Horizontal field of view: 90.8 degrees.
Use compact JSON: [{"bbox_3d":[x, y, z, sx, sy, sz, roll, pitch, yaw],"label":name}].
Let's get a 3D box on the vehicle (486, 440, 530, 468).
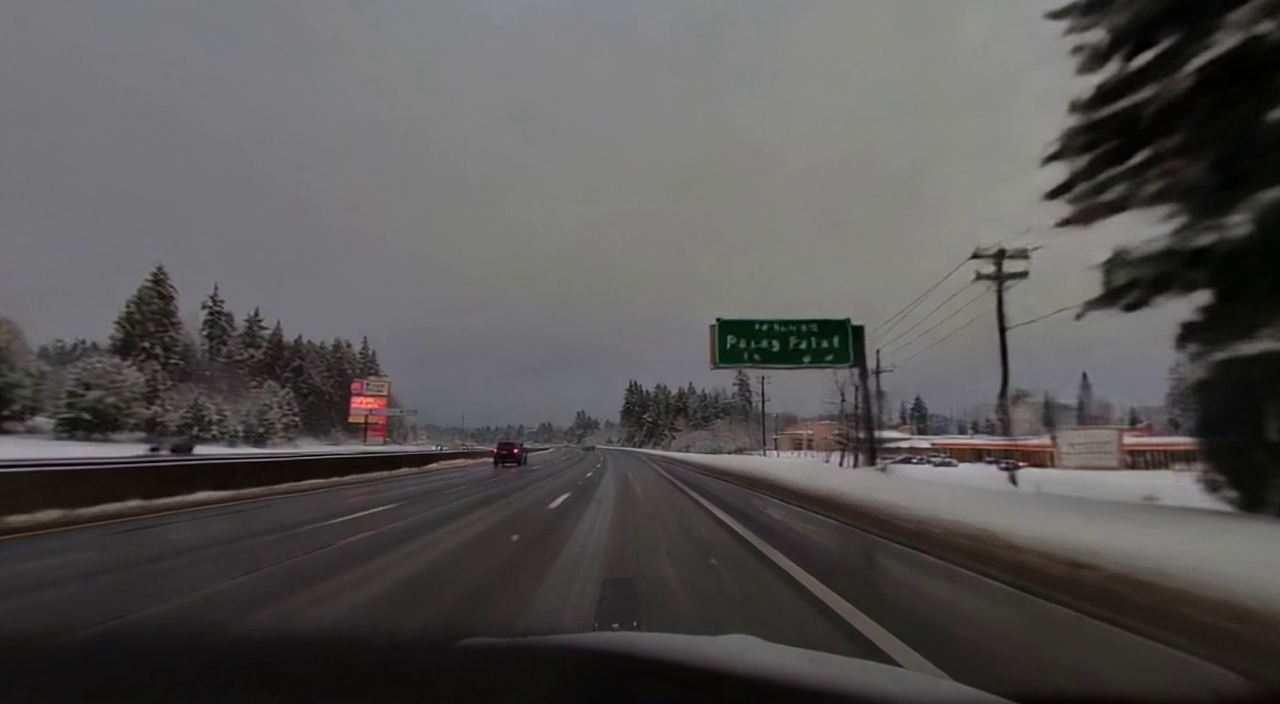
[{"bbox_3d":[-8.599,6.683,41.572,2.053,1.682,4.423,0,-8,-1],"label":"vehicle"}]
